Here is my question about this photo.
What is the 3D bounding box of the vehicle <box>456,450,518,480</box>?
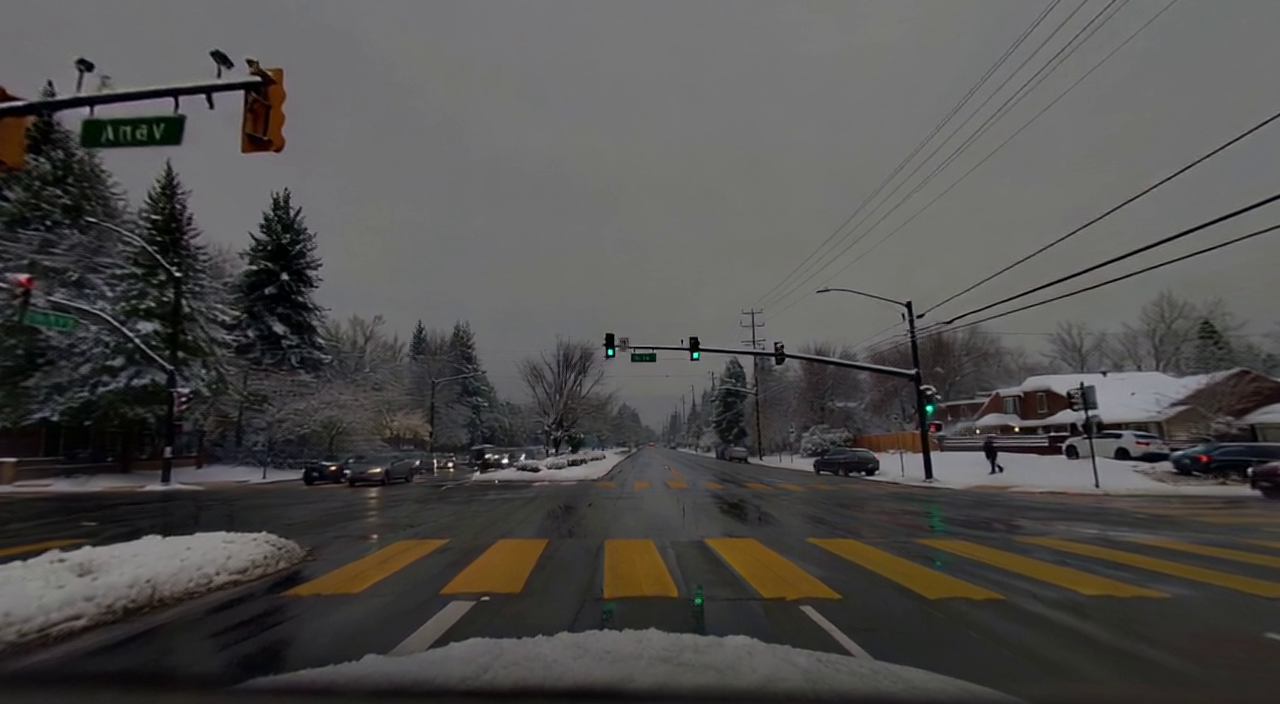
[{"bbox_3d":[-7.711,5.724,32.237,1.958,1.415,4.312,0,-9,2],"label":"vehicle"}]

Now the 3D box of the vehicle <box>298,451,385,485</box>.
[{"bbox_3d":[-14.578,5.675,31.113,2.035,1.470,4.677,0,-9,0],"label":"vehicle"}]

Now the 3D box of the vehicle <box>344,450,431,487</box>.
[{"bbox_3d":[-11.001,5.094,27.834,2.007,1.451,4.242,0,-9,1],"label":"vehicle"}]

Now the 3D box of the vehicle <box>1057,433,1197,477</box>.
[{"bbox_3d":[25.271,5.362,33.064,2.177,2.086,5.514,2,-9,-14],"label":"vehicle"}]
